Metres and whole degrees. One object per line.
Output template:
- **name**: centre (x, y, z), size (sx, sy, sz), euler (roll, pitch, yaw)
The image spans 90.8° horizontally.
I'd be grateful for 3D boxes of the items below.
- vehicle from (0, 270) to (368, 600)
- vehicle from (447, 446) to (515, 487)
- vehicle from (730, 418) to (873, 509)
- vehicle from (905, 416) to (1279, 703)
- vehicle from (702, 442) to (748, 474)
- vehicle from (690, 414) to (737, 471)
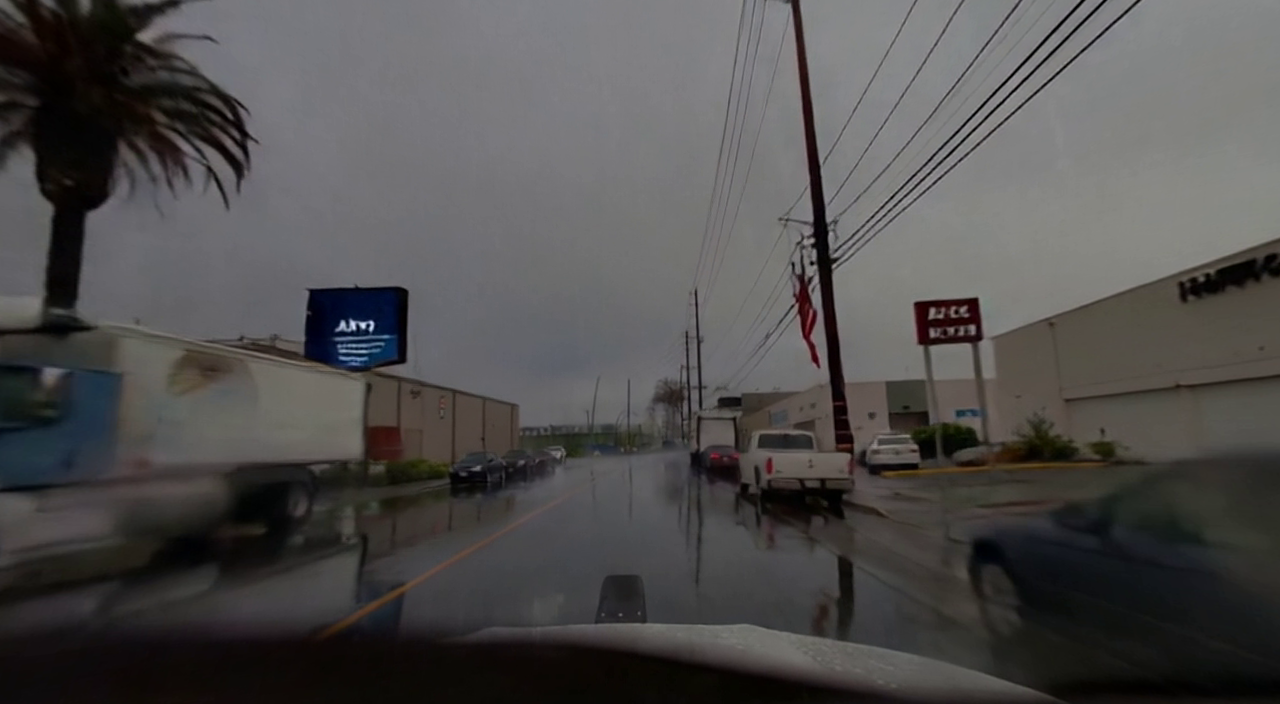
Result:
- **vehicle**: centre (-7.849, 1.431, 10.362), size (2.941, 3.418, 7.738), euler (-1, -9, 3)
- **vehicle**: centre (-7.394, 5.324, 29.771), size (1.936, 1.632, 4.145), euler (-3, -8, 3)
- **vehicle**: centre (3.972, 2.933, 16.991), size (2.400, 1.985, 6.155), euler (0, -9, 2)
- **vehicle**: centre (3.531, 1.158, 3.465), size (2.143, 1.483, 4.601), euler (0, -9, 0)
- **vehicle**: centre (4.976, 6.292, 37.658), size (2.141, 1.739, 5.130), euler (0, -9, 1)
- **vehicle**: centre (5.164, 6.639, 46.018), size (2.933, 3.697, 10.065), euler (-1, -9, 4)
